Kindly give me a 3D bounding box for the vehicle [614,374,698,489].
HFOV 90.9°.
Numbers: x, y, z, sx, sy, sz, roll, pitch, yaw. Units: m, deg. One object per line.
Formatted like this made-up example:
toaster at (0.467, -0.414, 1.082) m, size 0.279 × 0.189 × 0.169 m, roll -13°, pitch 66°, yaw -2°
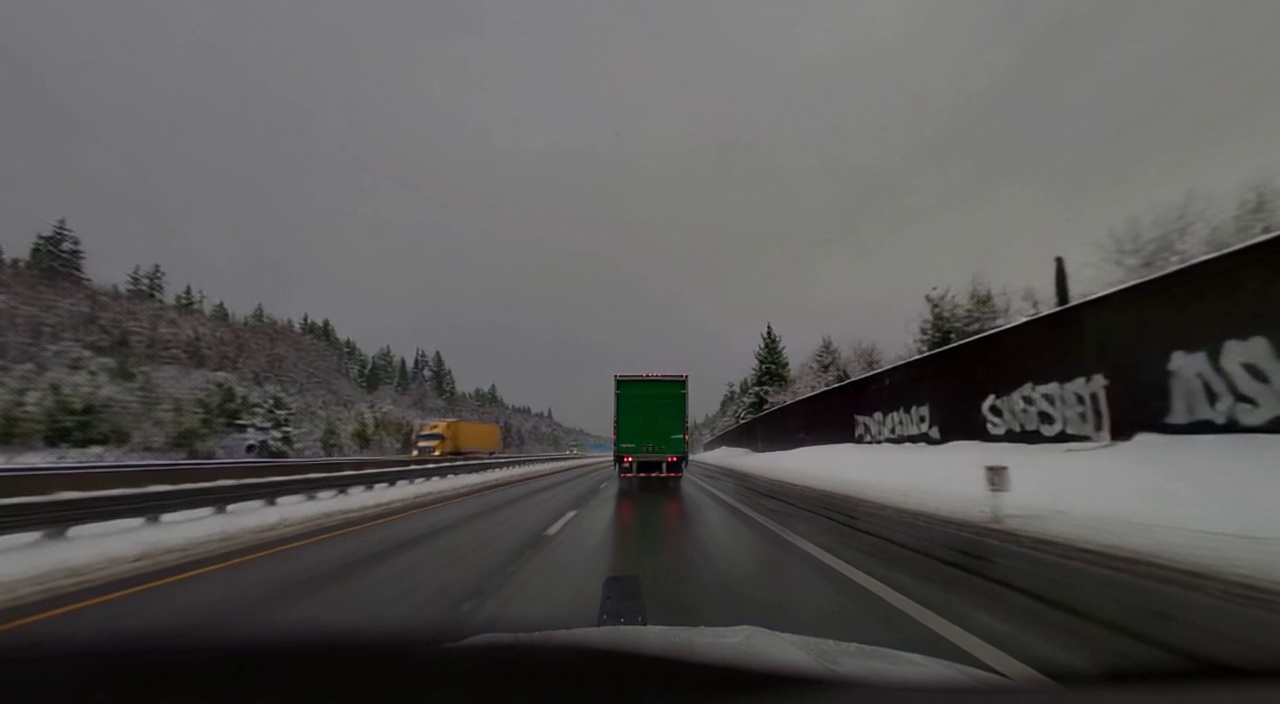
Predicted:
vehicle at (0.446, 3.522, 26.897) m, size 2.900 × 3.955 × 10.151 m, roll 0°, pitch -9°, yaw -1°
